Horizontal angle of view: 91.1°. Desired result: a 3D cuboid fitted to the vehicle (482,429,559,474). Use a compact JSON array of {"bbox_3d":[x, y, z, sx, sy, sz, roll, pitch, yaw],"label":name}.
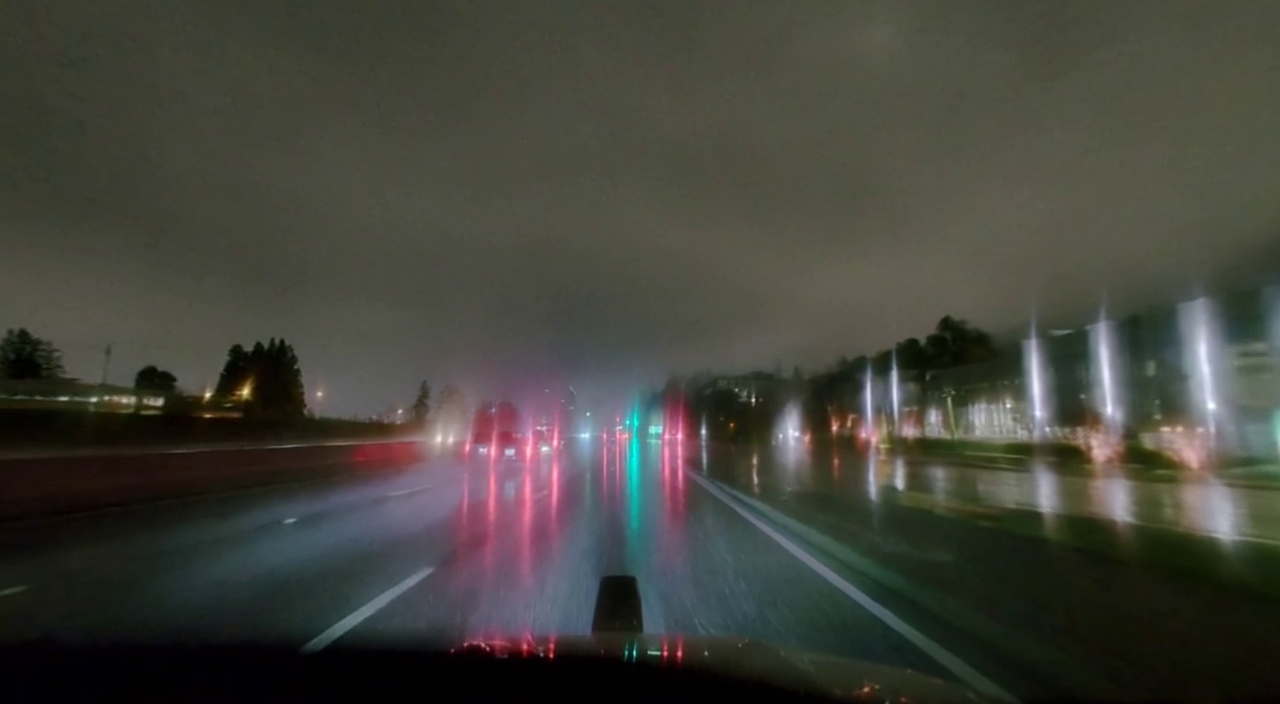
[{"bbox_3d":[-4.296,3.648,23.425,1.996,1.490,4.571,0,-8,0],"label":"vehicle"}]
